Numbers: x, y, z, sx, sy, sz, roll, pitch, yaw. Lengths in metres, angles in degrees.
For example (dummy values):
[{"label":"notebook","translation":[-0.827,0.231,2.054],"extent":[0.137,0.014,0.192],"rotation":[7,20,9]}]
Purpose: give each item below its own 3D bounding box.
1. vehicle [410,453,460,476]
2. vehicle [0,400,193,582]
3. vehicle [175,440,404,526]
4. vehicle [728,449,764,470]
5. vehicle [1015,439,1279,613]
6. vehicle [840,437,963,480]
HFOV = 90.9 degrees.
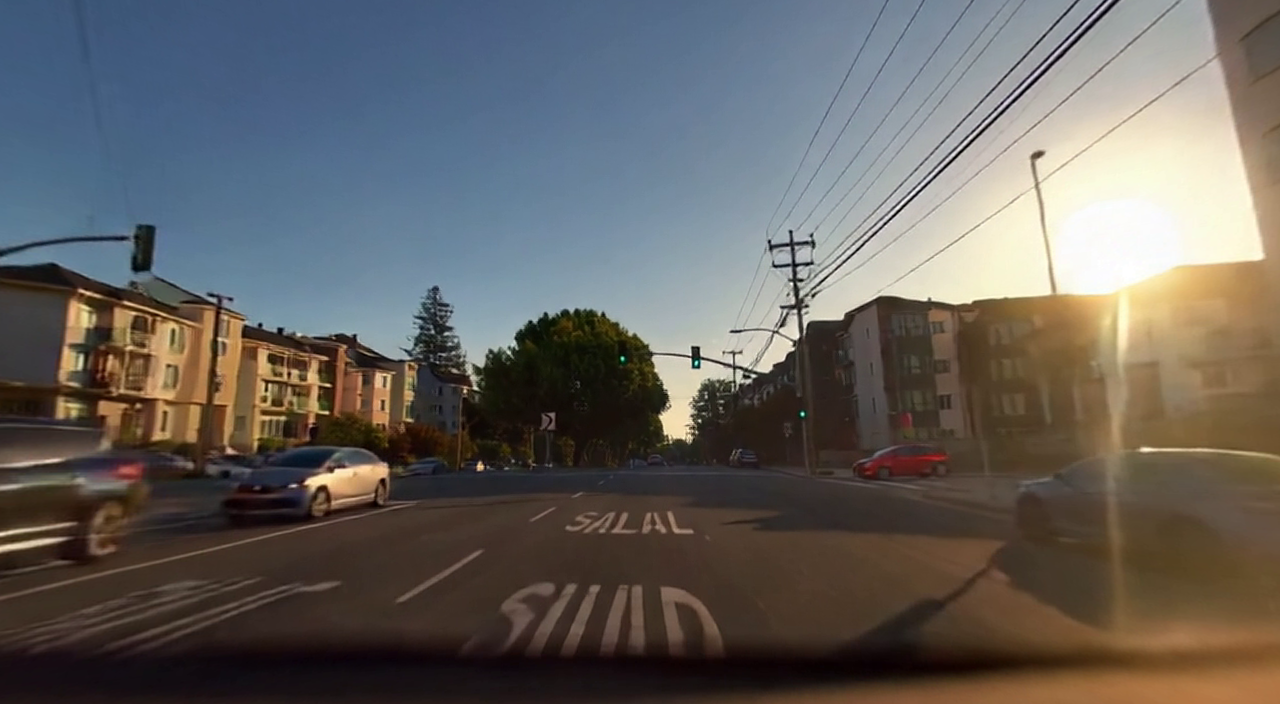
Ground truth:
[{"label":"vehicle","translation":[-15.158,8.315,46.810],"extent":[1.951,1.595,4.548],"rotation":[-1,-8,4]},{"label":"vehicle","translation":[-7.412,1.400,6.372],"extent":[2.074,1.794,4.832],"rotation":[0,-8,3]},{"label":"vehicle","translation":[-6.971,2.619,13.336],"extent":[1.953,1.471,4.744],"rotation":[0,-8,3]},{"label":"vehicle","translation":[7.990,8.143,47.824],"extent":[1.875,1.481,4.434],"rotation":[0,-8,-1]},{"label":"vehicle","translation":[6.511,1.781,7.343],"extent":[1.838,1.496,4.064],"rotation":[0,-8,1]},{"label":"vehicle","translation":[10.549,4.324,25.714],"extent":[4.171,1.654,1.919],"rotation":[-1,-8,5]}]
